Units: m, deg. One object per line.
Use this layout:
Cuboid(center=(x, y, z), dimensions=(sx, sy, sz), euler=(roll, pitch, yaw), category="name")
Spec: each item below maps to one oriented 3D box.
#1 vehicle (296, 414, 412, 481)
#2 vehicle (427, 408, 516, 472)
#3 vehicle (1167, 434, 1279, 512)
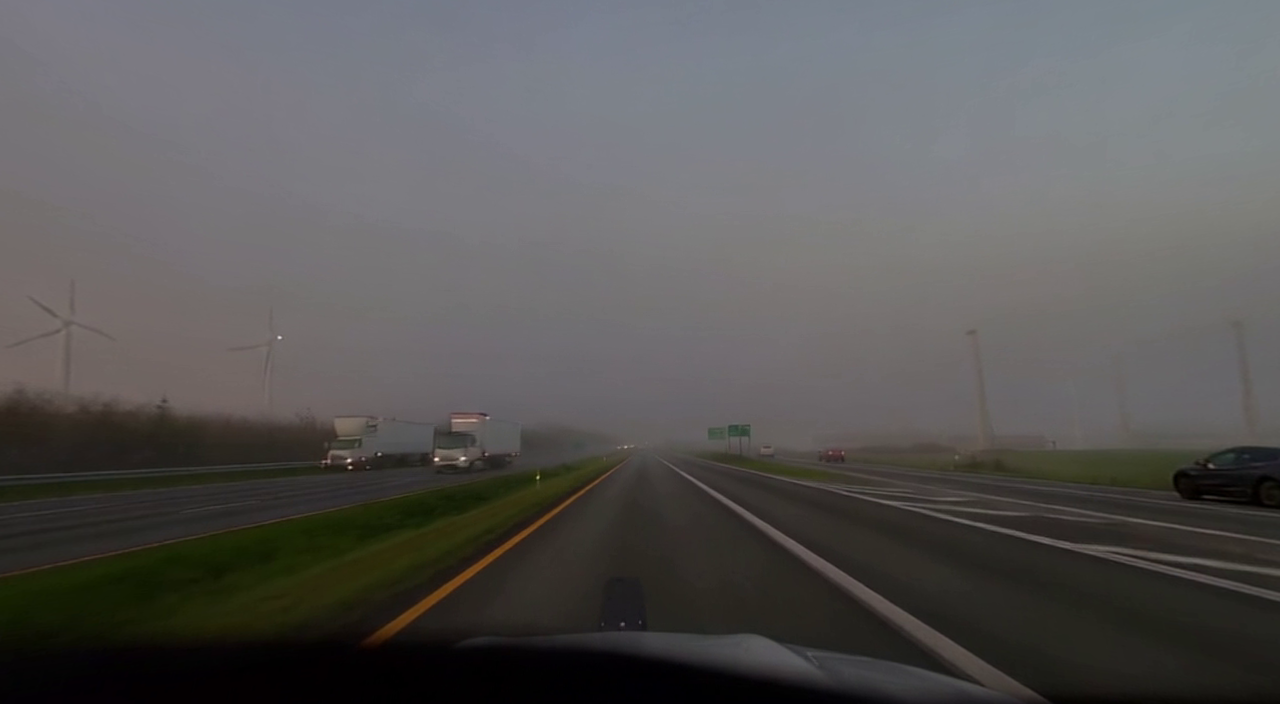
Cuboid(center=(-16.793, 5.747, 37.875), dimensions=(2.931, 3.531, 8.112), euler=(0, -9, 1), category="vehicle")
Cuboid(center=(-11.749, 6.440, 45.627), dimensions=(2.849, 3.947, 12.500), euler=(0, -9, 0), category="vehicle")
Cuboid(center=(14.832, 2.704, 14.167), dimensions=(1.897, 1.669, 4.825), euler=(0, -9, 2), category="vehicle")
